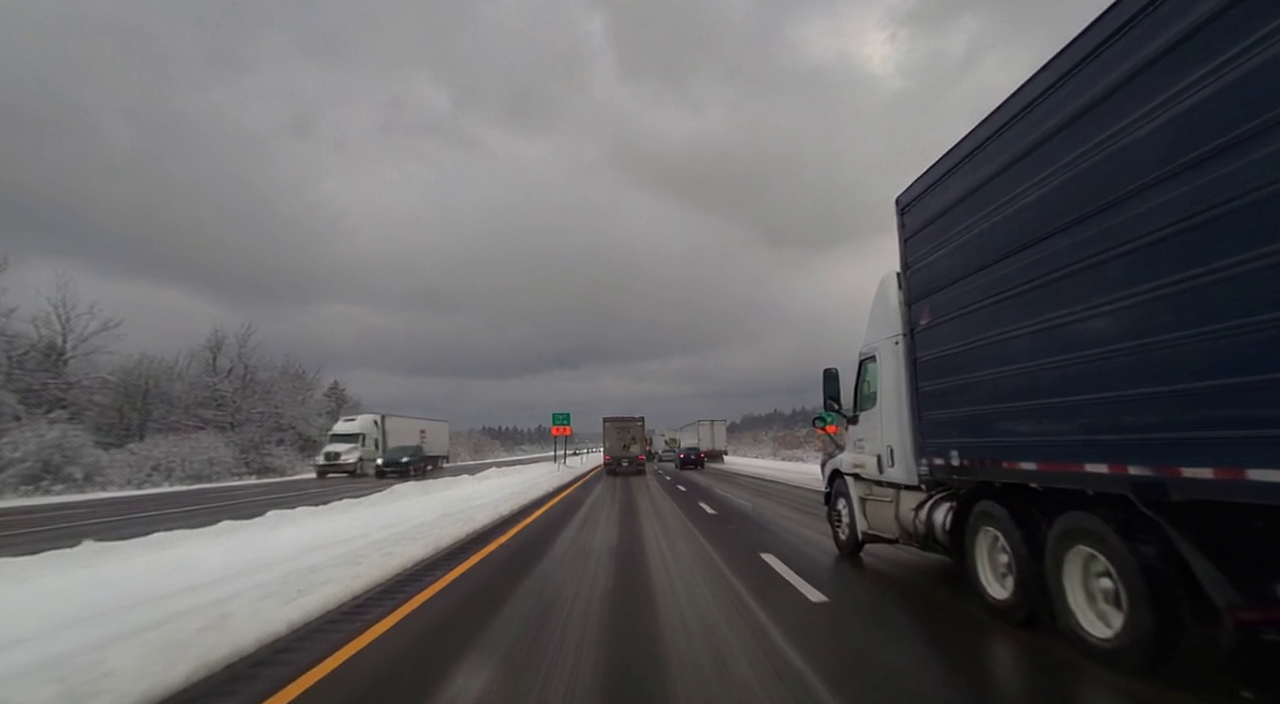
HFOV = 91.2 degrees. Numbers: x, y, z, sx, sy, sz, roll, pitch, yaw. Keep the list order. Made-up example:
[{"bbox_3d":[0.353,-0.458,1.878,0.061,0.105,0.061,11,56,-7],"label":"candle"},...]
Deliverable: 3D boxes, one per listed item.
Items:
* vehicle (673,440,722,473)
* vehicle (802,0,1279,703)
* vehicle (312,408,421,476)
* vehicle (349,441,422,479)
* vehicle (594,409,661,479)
[{"bbox_3d":[2.993,5.563,33.491,2.127,1.642,3.899,0,-9,-1],"label":"vehicle"},{"bbox_3d":[3.856,-0.131,3.368,2.972,4.007,10.643,0,-9,-1],"label":"vehicle"},{"bbox_3d":[-18.345,6.263,43.151,3.003,4.059,10.427,0,-9,-2],"label":"vehicle"},{"bbox_3d":[-13.674,5.808,34.008,2.044,1.914,4.638,0,-9,0],"label":"vehicle"},{"bbox_3d":[-0.404,4.146,28.083,2.506,2.743,6.093,-1,-9,3],"label":"vehicle"}]
